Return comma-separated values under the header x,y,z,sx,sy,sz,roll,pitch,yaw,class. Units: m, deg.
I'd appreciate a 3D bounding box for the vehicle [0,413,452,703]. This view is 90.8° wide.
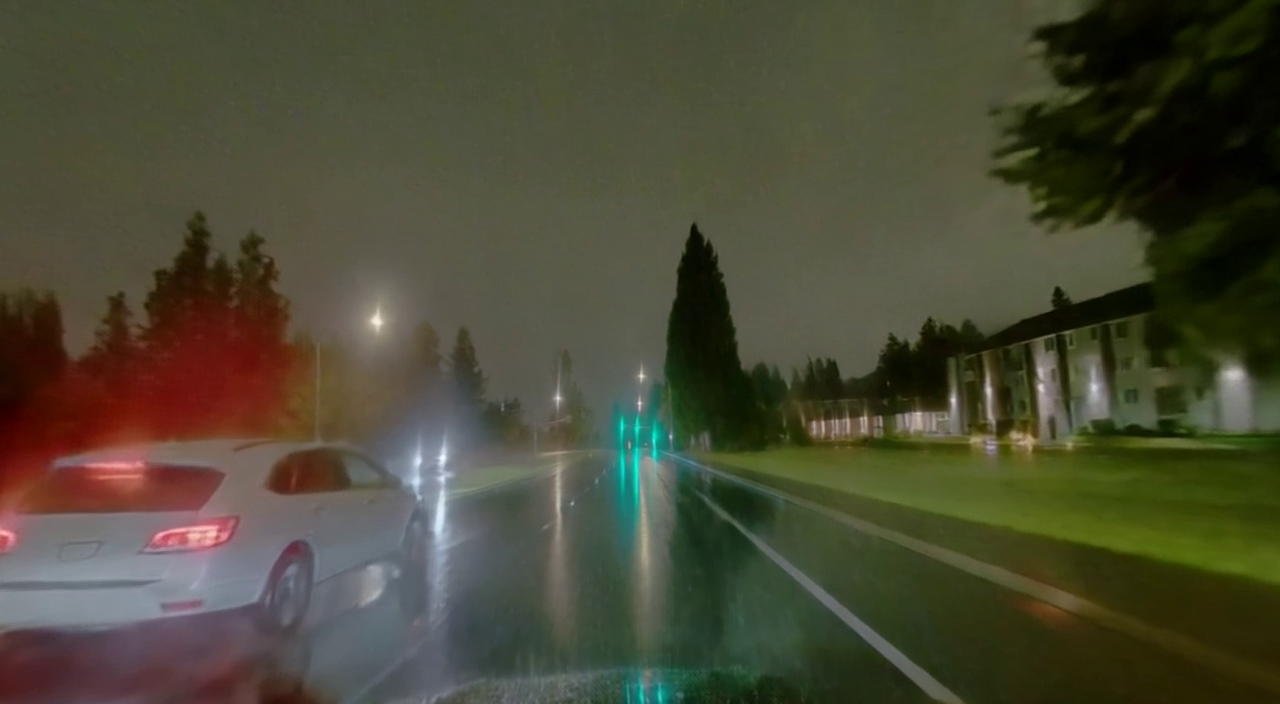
x,y,z,sx,sy,sz,roll,pitch,yaw,class
-3.307,1.364,5.218,2.020,1.478,4.890,0,-8,0,vehicle
